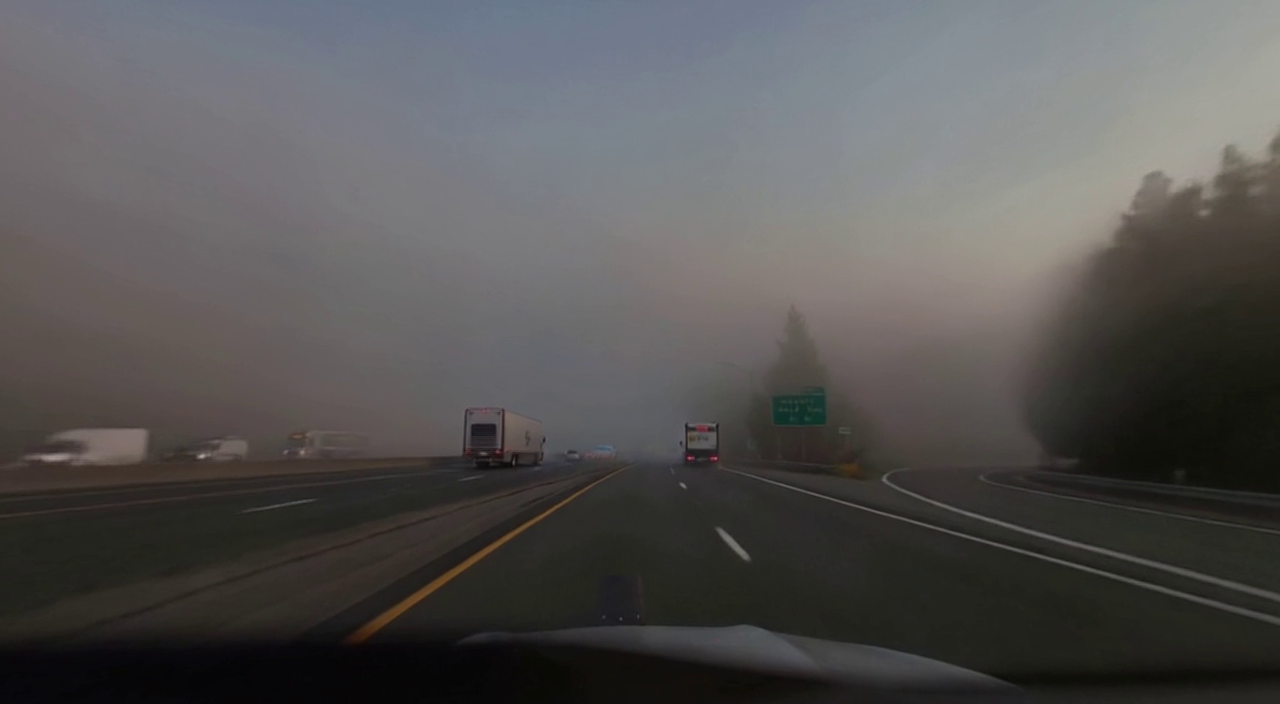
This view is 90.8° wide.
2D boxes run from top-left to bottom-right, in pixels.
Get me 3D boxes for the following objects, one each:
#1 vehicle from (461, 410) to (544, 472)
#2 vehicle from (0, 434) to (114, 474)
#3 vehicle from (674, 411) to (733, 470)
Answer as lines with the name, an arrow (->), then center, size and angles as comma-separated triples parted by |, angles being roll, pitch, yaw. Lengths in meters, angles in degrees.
vehicle -> -10.185, 6.976, 48.774 | 2.891, 4.062, 14.230 | -1, -9, 1
vehicle -> -27.280, 4.698, 29.037 | 2.024, 1.689, 4.613 | -1, -9, 2
vehicle -> 4.299, 6.552, 45.827 | 2.928, 3.595, 13.975 | 0, -9, 0
